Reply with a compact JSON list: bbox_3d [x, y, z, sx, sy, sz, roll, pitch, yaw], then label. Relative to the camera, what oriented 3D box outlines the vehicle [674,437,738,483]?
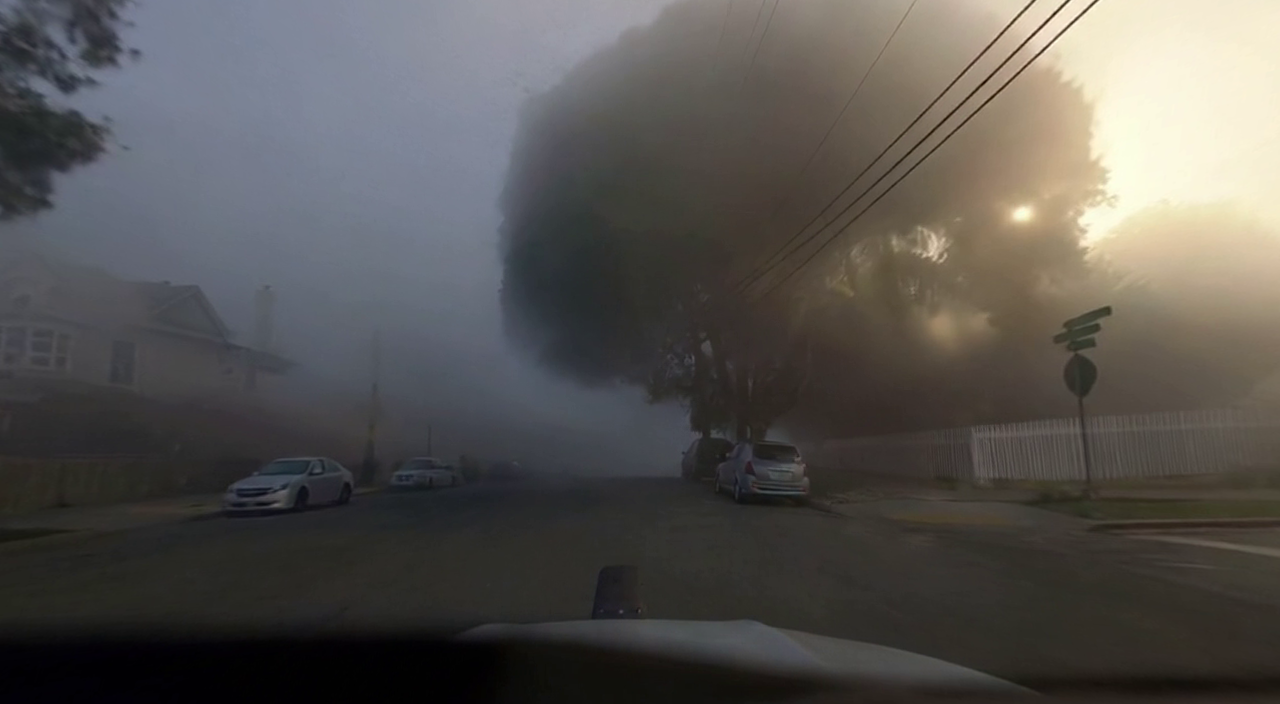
[{"bbox_3d":[2.930,4.939,29.295,2.225,1.911,5.322,0,-9,-2],"label":"vehicle"}]

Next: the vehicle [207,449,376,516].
[{"bbox_3d":[-8.644,3.230,16.227,1.937,1.427,4.510,0,-9,-3],"label":"vehicle"}]

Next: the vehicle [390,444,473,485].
[{"bbox_3d":[-8.945,4.838,27.509,2.027,1.584,4.476,0,-9,1],"label":"vehicle"}]

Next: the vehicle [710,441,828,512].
[{"bbox_3d":[3.075,3.060,16.036,1.927,1.529,4.144,0,-9,-3],"label":"vehicle"}]
